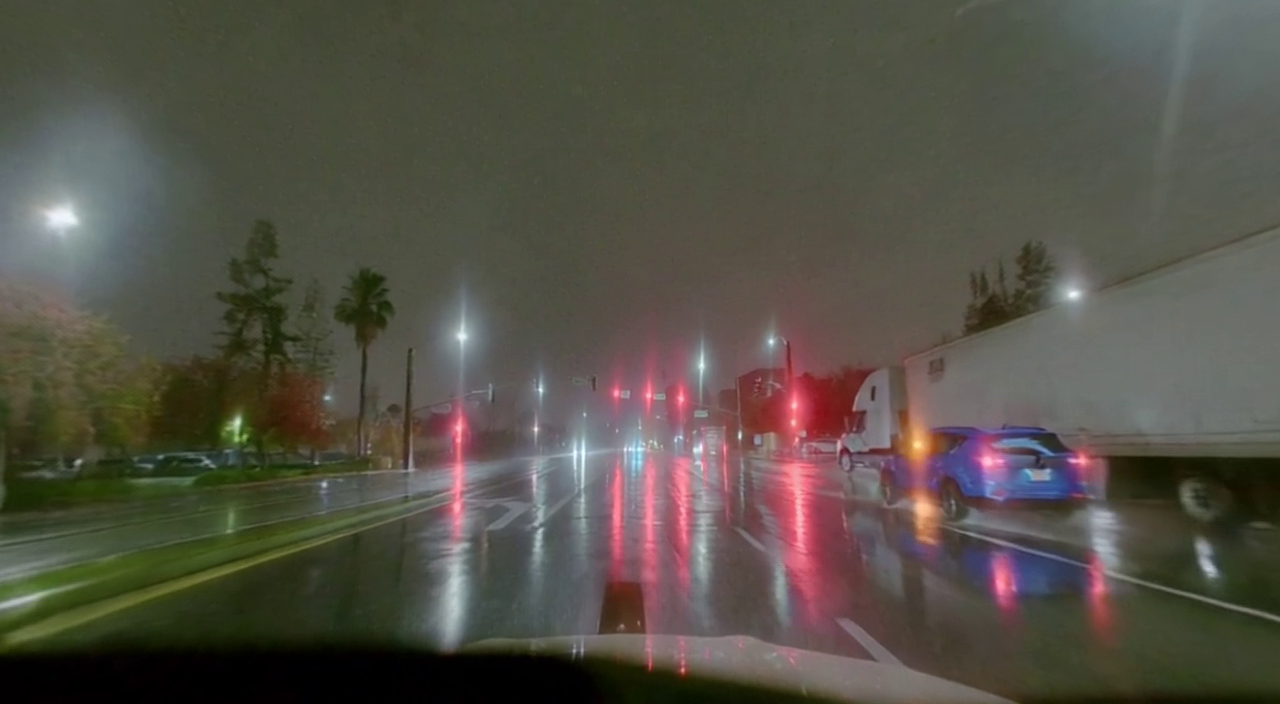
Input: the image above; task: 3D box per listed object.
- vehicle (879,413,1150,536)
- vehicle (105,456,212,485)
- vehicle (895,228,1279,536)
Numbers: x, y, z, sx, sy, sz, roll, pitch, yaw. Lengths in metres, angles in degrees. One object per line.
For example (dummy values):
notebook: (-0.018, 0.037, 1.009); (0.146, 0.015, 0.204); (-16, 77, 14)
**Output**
vehicle: (6.357, 2.144, 11.585); (2.012, 1.754, 4.635); (0, -9, -1)
vehicle: (-27.691, 6.802, 36.525); (4.505, 1.457, 2.003); (3, -9, -25)
vehicle: (10.351, 1.089, 13.310); (2.975, 4.201, 17.050); (0, -8, 0)
